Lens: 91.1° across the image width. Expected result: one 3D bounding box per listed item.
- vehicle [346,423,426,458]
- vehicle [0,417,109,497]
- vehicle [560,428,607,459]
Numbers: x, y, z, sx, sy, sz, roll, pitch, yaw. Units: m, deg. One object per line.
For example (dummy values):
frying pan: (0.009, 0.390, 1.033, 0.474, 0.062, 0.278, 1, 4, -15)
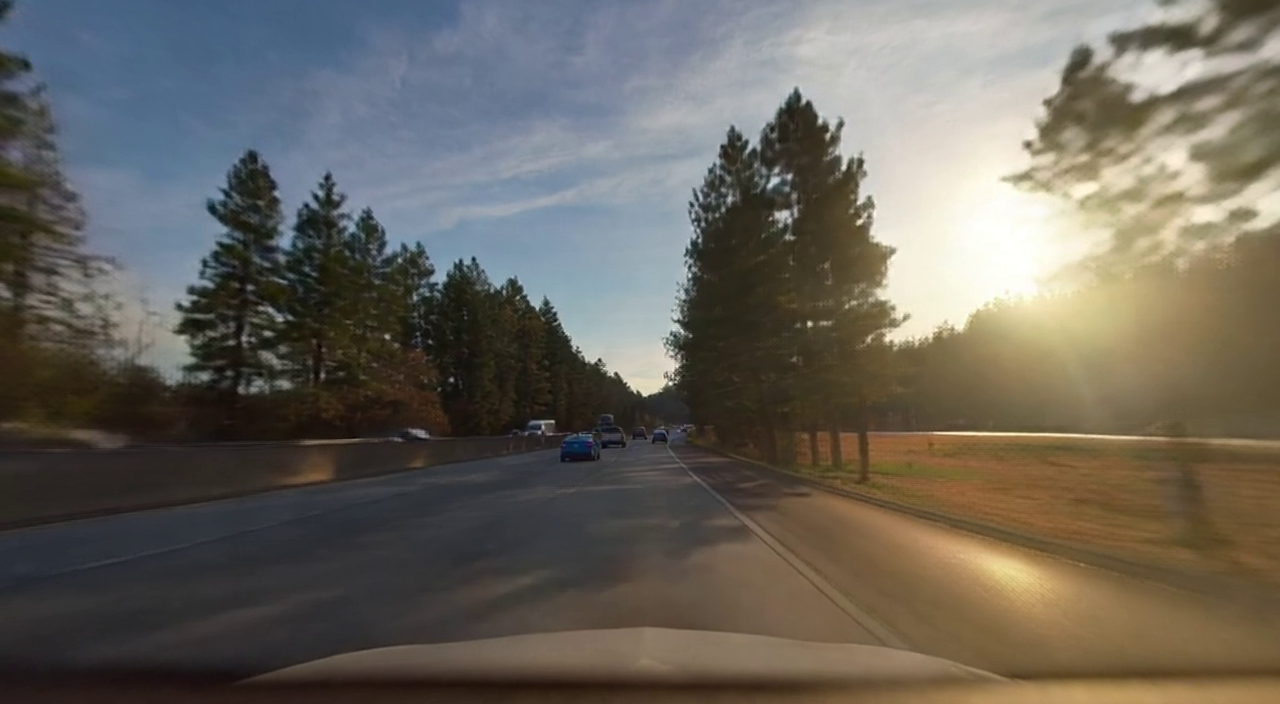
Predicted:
vehicle: (-12.989, 4.565, 32.429, 2.069, 1.653, 4.654, 0, -8, 1)
vehicle: (-13.413, 2.098, 12.566, 1.939, 1.524, 4.056, 0, -8, 1)
vehicle: (-3.026, 5.086, 34.756, 2.053, 1.589, 4.671, 0, -8, 2)
